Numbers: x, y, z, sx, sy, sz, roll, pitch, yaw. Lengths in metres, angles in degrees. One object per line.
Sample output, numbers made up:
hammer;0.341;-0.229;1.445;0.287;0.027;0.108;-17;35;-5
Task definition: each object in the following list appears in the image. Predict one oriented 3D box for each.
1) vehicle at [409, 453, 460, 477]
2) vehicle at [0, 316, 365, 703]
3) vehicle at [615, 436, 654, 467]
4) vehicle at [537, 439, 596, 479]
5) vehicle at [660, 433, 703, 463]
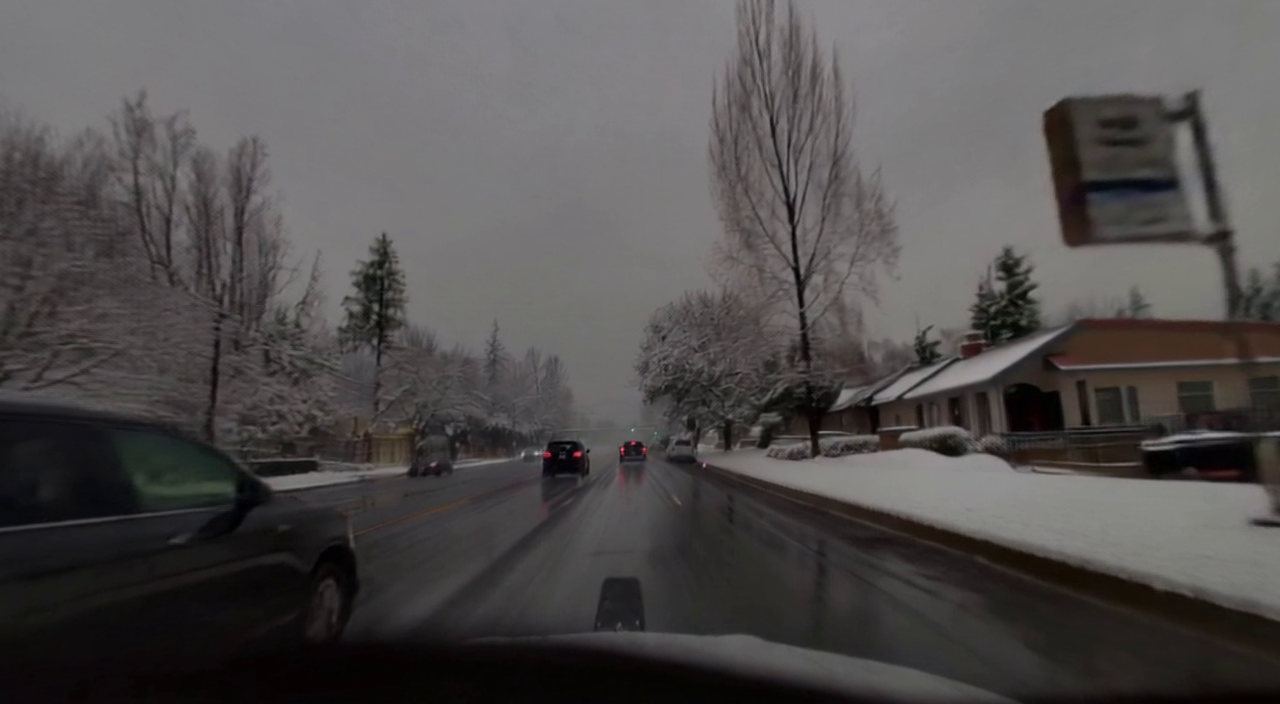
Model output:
vehicle;-13.216;7.276;40.867;1.867;1.436;4.300;0;-8;0
vehicle;-3.164;0.789;2.110;2.257;1.751;5.028;0;-9;-1
vehicle;-0.386;6.367;40.553;2.376;1.801;4.317;0;-8;-1
vehicle;-3.179;4.749;28.241;2.167;1.634;4.220;0;-8;0
vehicle;3.009;7.142;47.001;2.653;2.058;5.096;0;-9;-2
